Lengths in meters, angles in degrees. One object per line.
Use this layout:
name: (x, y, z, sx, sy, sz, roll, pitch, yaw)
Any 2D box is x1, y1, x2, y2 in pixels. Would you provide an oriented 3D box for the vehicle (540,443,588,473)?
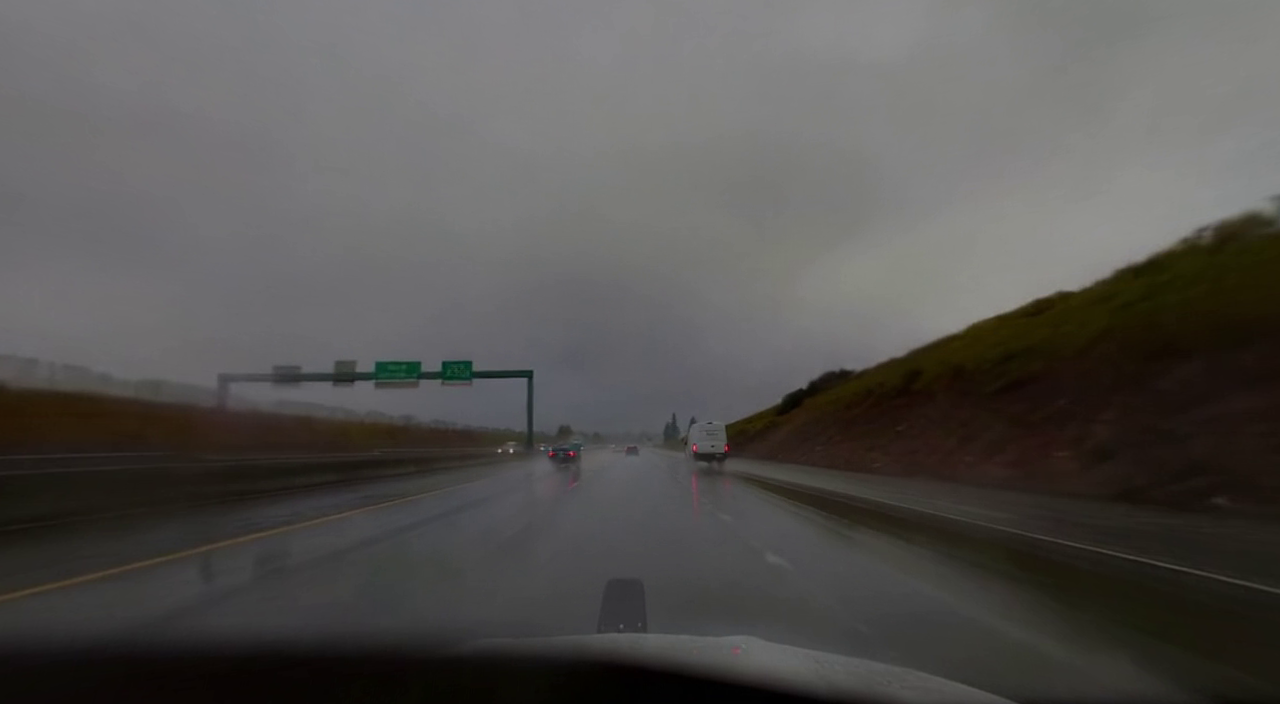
vehicle: (-4.079, 5.780, 34.454, 2.054, 1.529, 4.368, 0, -9, 1)

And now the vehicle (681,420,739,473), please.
vehicle: (3.752, 5.246, 34.898, 2.361, 2.636, 5.684, 0, -9, -1)
